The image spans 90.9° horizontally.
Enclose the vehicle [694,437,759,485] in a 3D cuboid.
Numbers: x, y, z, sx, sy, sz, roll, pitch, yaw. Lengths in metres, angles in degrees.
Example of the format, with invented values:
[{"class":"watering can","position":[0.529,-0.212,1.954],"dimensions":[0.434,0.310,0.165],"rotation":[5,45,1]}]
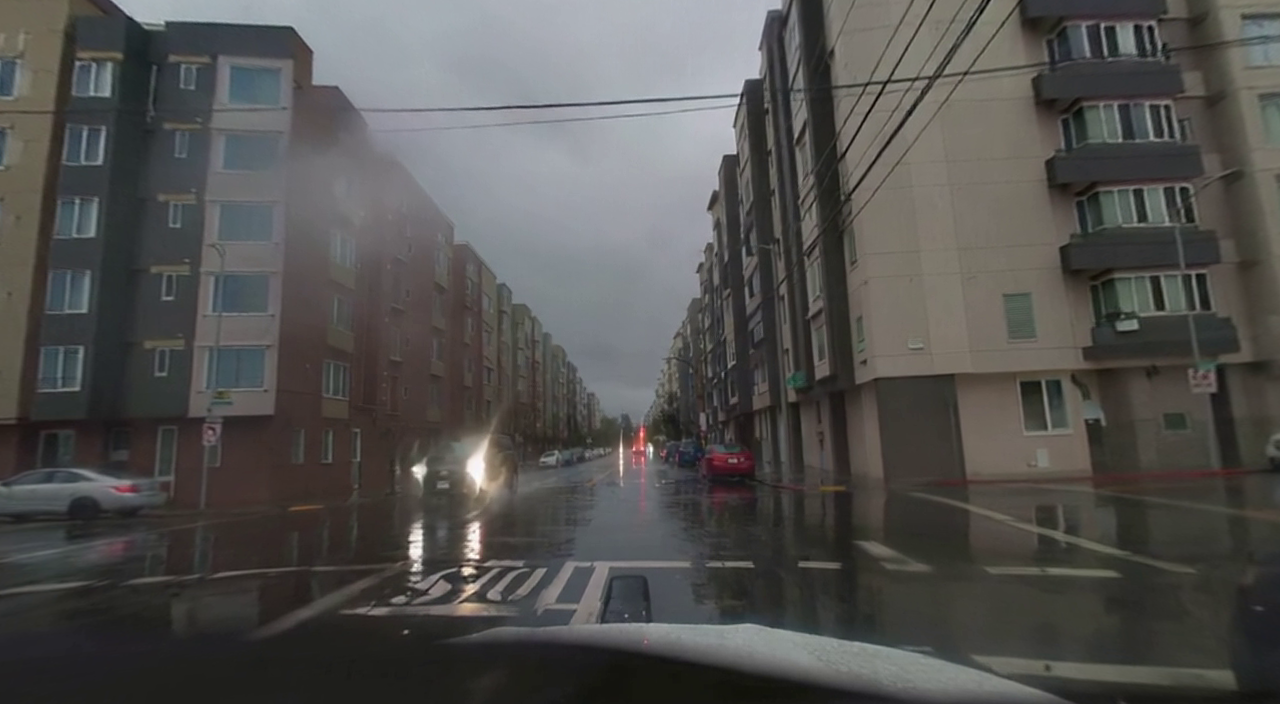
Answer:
[{"class":"vehicle","position":[3.584,4.628,26.988],"dimensions":[2.164,1.721,4.416],"rotation":[-4,-9,1]}]

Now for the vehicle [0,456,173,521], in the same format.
[{"class":"vehicle","position":[-17.367,3.994,18.678],"dimensions":[5.354,1.773,1.991],"rotation":[0,-9,0]}]

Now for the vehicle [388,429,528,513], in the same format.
[{"class":"vehicle","position":[-4.429,2.995,16.254],"dimensions":[2.201,1.801,4.750],"rotation":[0,-9,0]}]

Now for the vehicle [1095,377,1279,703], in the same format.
[{"class":"vehicle","position":[3.477,0.753,1.225],"dimensions":[1.994,1.697,4.274],"rotation":[-1,-9,1]}]
